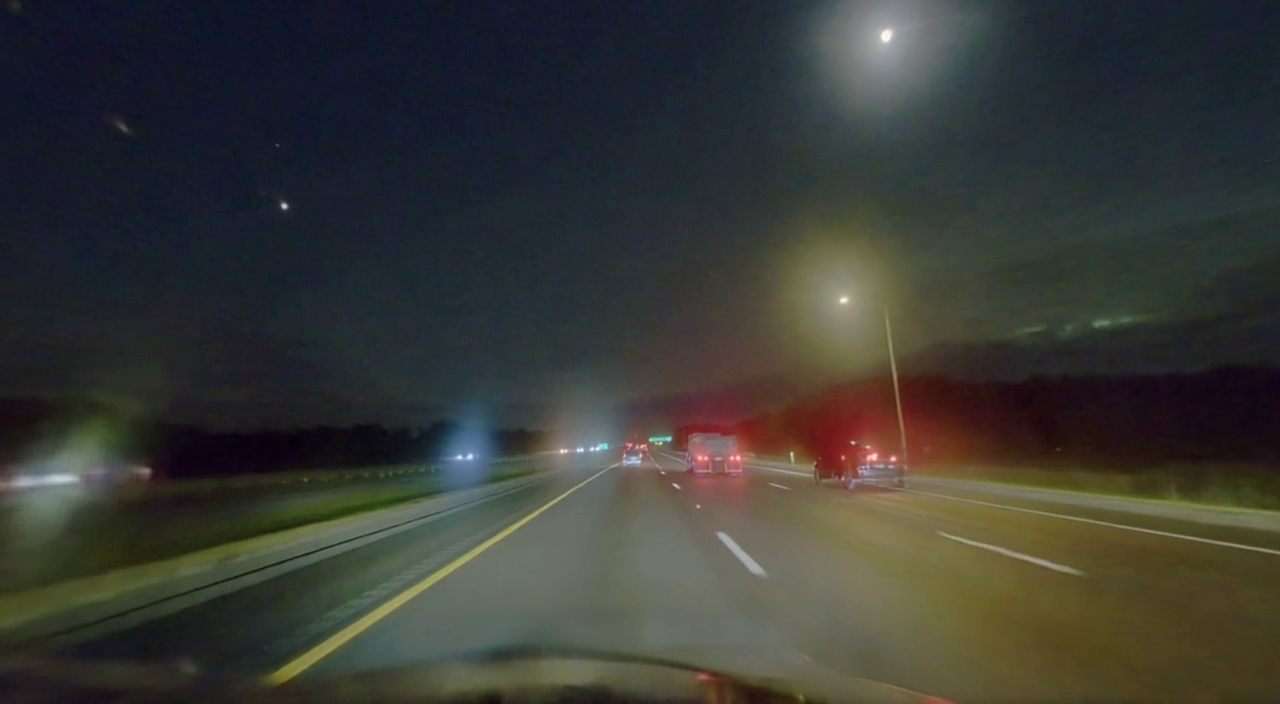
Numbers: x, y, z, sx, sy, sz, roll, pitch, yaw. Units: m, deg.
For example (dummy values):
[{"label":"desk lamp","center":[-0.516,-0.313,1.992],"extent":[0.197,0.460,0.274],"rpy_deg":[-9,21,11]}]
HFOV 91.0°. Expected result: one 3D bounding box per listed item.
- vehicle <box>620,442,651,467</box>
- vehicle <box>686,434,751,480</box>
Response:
[{"label":"vehicle","center":[-0.305,7.341,45.361],"extent":[2.142,1.664,4.076],"rpy_deg":[0,-9,1]},{"label":"vehicle","center":[3.354,4.619,27.986],"extent":[2.269,1.839,4.554],"rpy_deg":[0,-9,-1]}]
